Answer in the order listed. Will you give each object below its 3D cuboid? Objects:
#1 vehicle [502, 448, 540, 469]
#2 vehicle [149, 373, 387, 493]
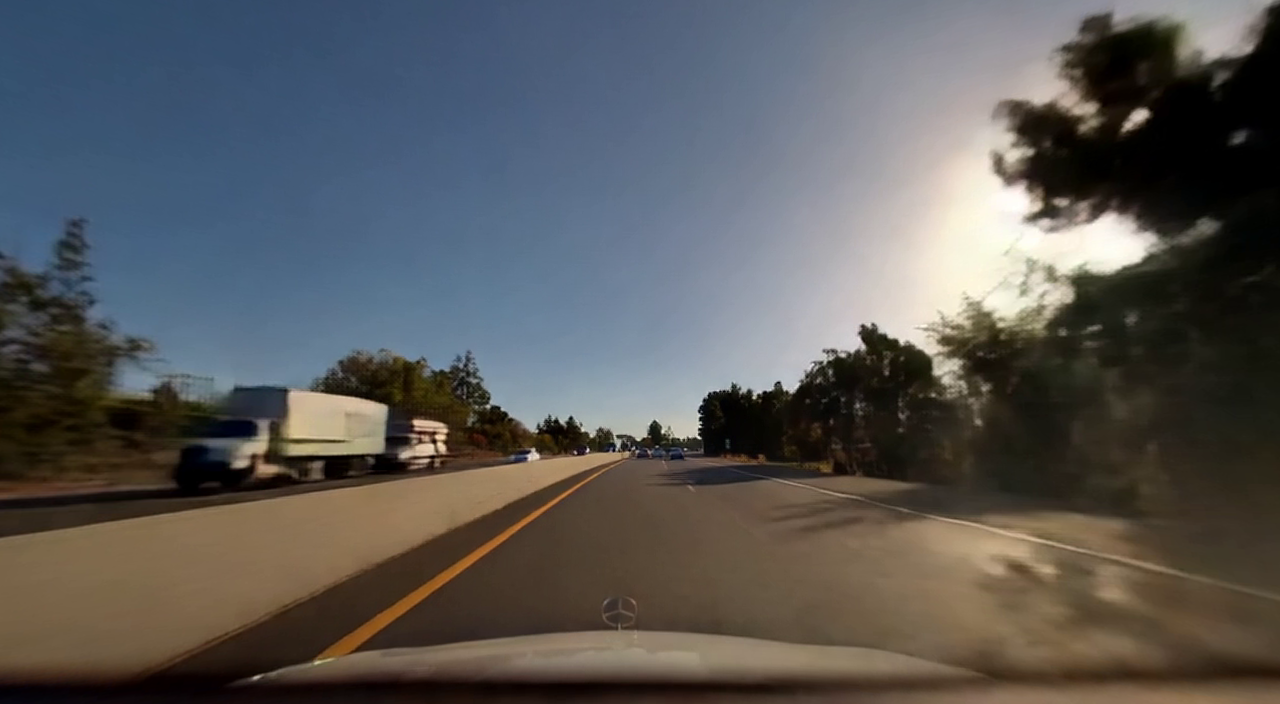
[{"bbox_3d":[-9.254,8.277,48.986,2.026,1.496,4.495,0,-9,1],"label":"vehicle"},{"bbox_3d":[-13.764,3.324,24.886,3.071,3.733,10.252,0,-9,0],"label":"vehicle"}]
